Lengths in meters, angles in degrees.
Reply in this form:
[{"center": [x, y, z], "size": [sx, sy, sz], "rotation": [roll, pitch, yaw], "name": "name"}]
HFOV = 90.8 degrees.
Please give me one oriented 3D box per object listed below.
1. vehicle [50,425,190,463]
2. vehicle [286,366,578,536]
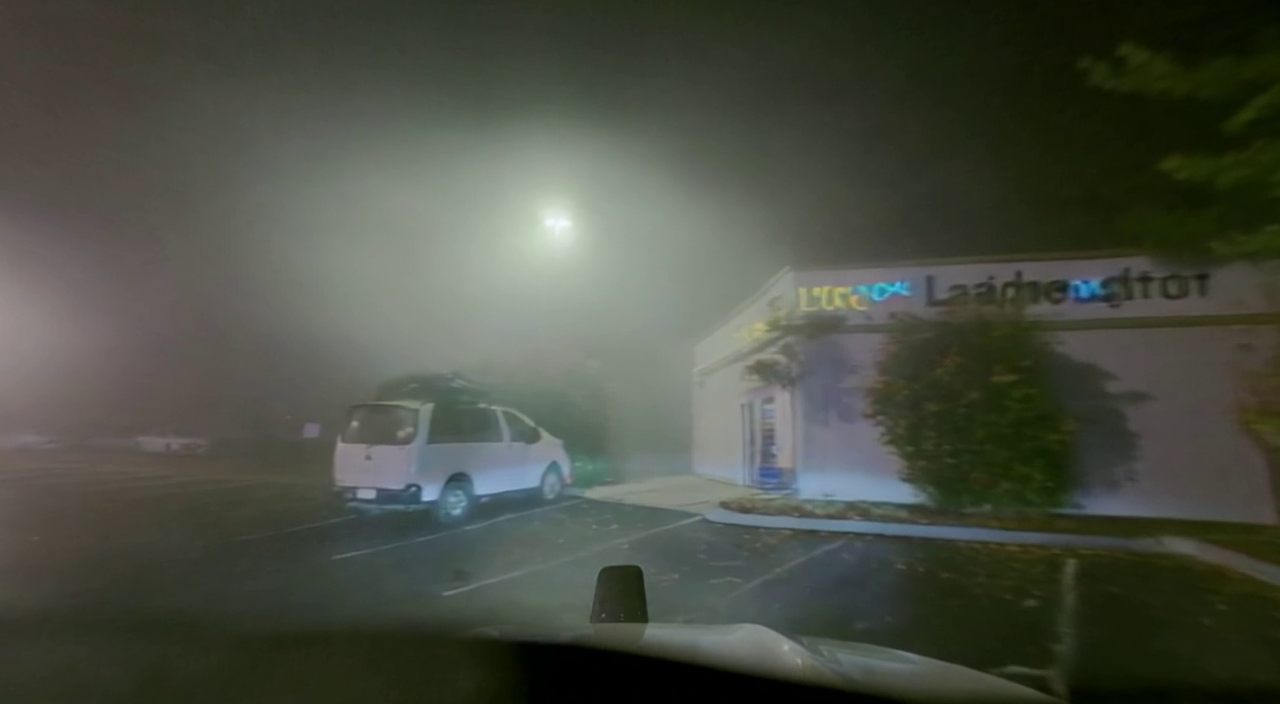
[{"center": [-21.641, 3.867, 26.513], "size": [1.760, 1.449, 4.106], "rotation": [-3, -9, 18], "name": "vehicle"}, {"center": [-3.199, 1.726, 11.310], "size": [2.200, 2.257, 5.237], "rotation": [-3, -9, 18], "name": "vehicle"}]
